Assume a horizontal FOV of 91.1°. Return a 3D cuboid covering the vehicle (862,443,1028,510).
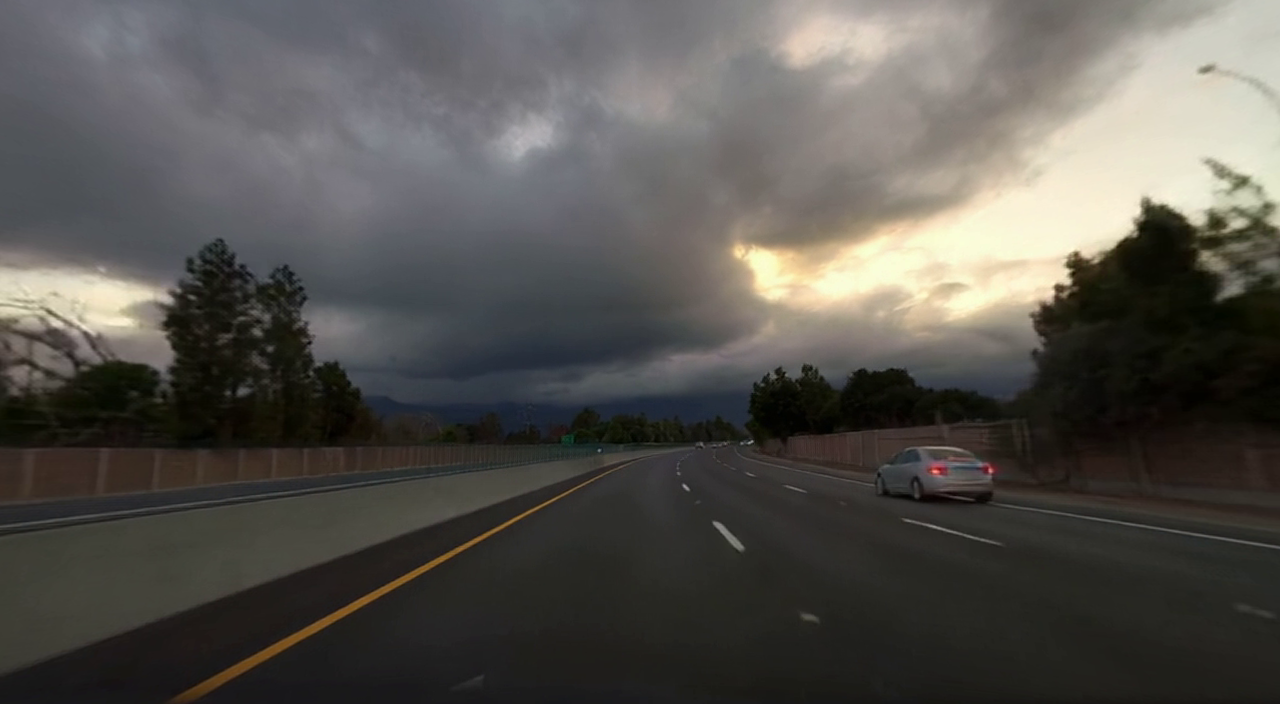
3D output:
[{"bbox_3d":[7.660,3.149,16.418,1.983,1.486,4.545,0,-9,-1],"label":"vehicle"}]
